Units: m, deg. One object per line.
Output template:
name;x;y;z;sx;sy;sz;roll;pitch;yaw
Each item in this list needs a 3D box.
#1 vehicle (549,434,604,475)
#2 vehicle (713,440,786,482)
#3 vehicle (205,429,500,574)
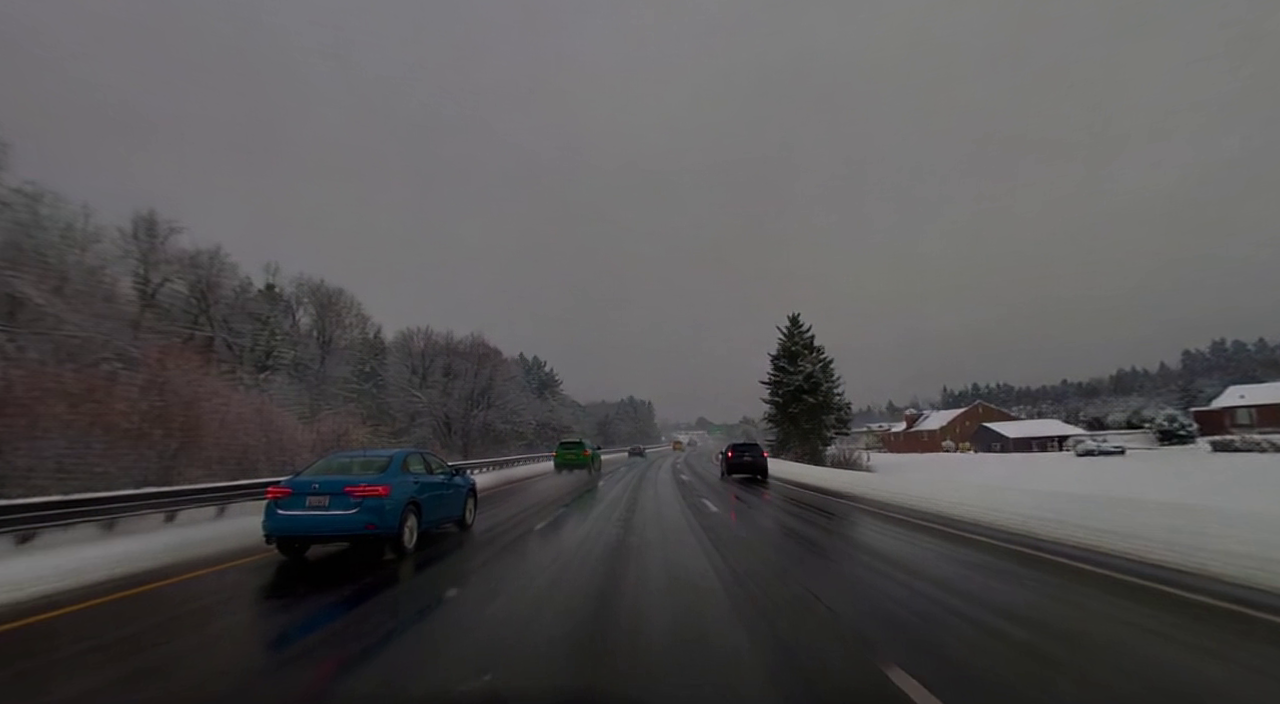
vehicle;-3.014;5.017;30.999;2.122;1.847;4.696;0;-8;1
vehicle;4.150;4.213;24.632;2.100;1.472;4.533;0;-8;1
vehicle;-3.483;1.885;8.813;1.948;1.475;4.461;0;-8;1
